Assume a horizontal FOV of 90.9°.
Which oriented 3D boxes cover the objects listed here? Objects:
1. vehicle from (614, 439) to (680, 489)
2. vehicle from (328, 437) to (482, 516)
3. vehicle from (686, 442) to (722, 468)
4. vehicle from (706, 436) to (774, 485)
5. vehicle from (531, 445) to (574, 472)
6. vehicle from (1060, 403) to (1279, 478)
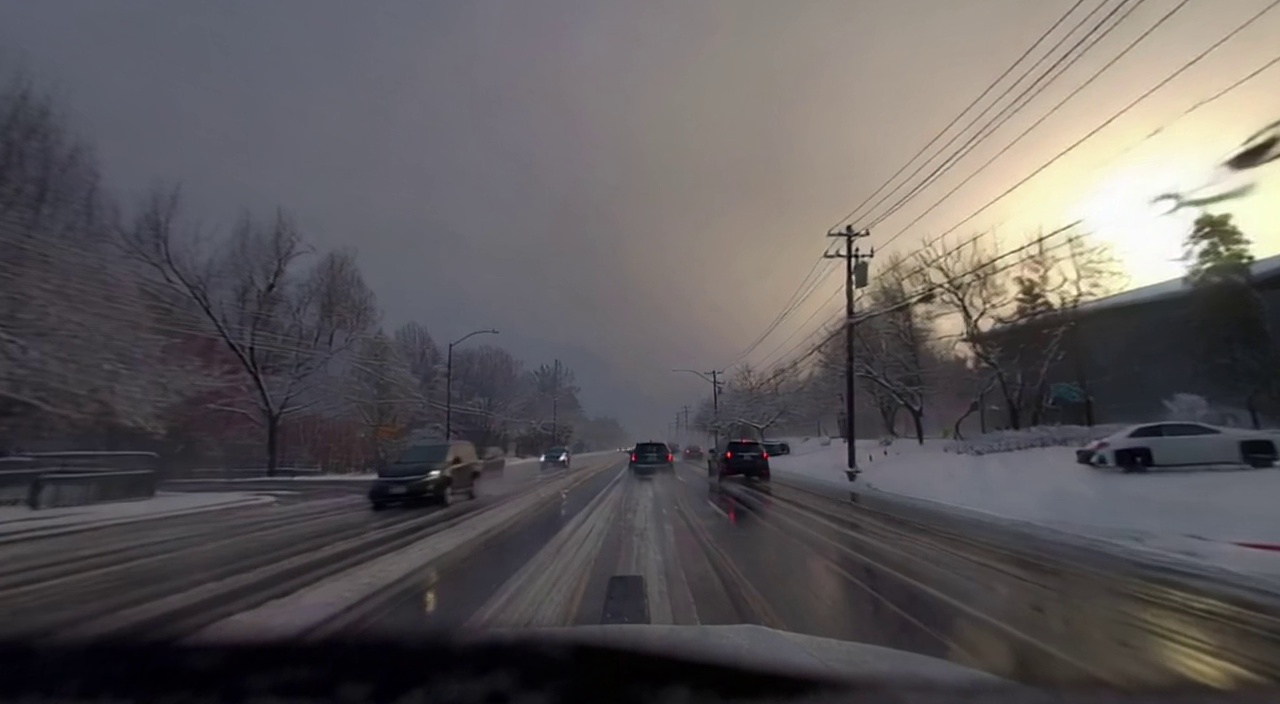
[{"bbox_3d":[0.264,4.079,23.325,2.200,1.653,4.127,0,-9,1],"label":"vehicle"},{"bbox_3d":[-6.068,3.271,17.112,2.193,1.802,4.946,0,-9,1],"label":"vehicle"},{"bbox_3d":[4.414,7.182,44.147,2.024,1.711,4.512,0,-9,0],"label":"vehicle"},{"bbox_3d":[3.702,4.088,23.973,1.914,1.698,4.049,0,-9,0],"label":"vehicle"},{"bbox_3d":[-5.889,7.211,42.810,2.187,1.711,4.505,0,-9,1],"label":"vehicle"},{"bbox_3d":[15.477,2.511,17.806,5.731,1.720,2.822,-9,-11,31],"label":"vehicle"}]
